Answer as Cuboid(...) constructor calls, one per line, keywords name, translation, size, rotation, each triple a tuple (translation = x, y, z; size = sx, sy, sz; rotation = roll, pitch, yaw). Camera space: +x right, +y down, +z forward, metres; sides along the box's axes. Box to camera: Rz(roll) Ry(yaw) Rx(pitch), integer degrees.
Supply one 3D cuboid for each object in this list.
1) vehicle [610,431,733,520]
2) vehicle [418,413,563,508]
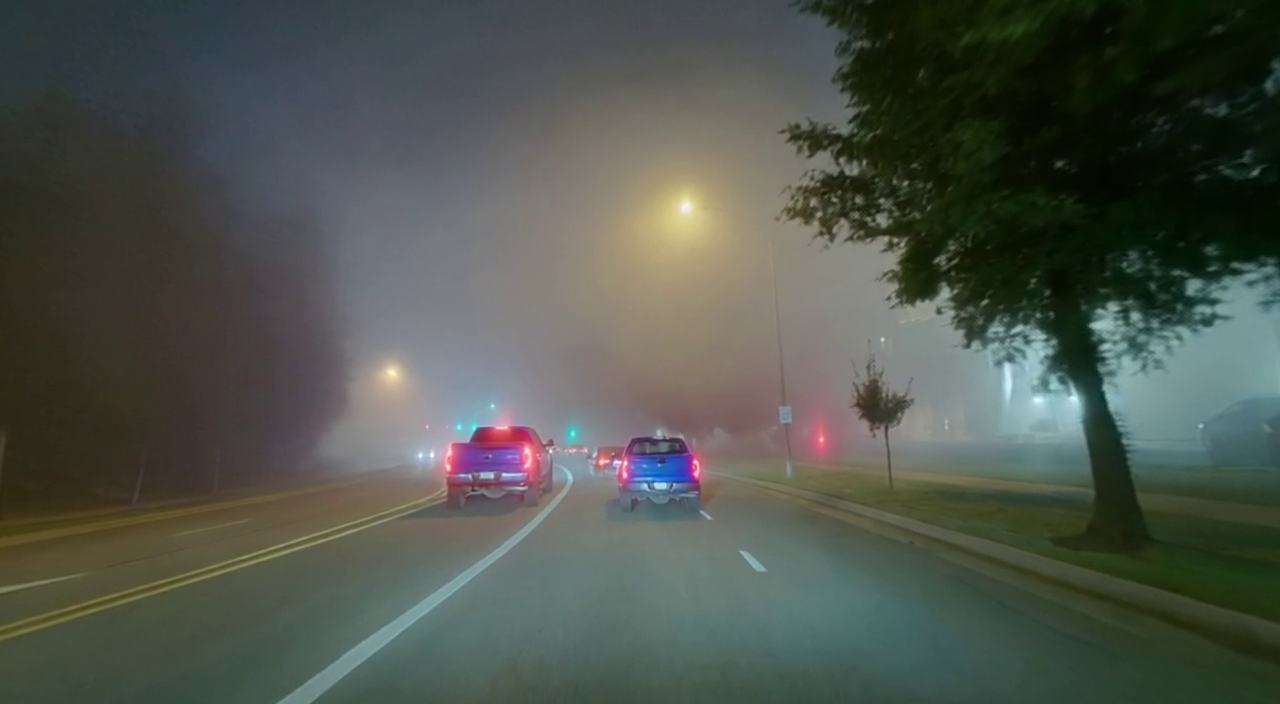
Cuboid(name="vehicle", translation=(0.457, 2.466, 13.084), size=(2.142, 1.528, 4.133), rotation=(0, -9, -3))
Cuboid(name="vehicle", translation=(-3.498, 2.733, 16.225), size=(2.512, 1.992, 5.725), rotation=(0, -9, -2))
